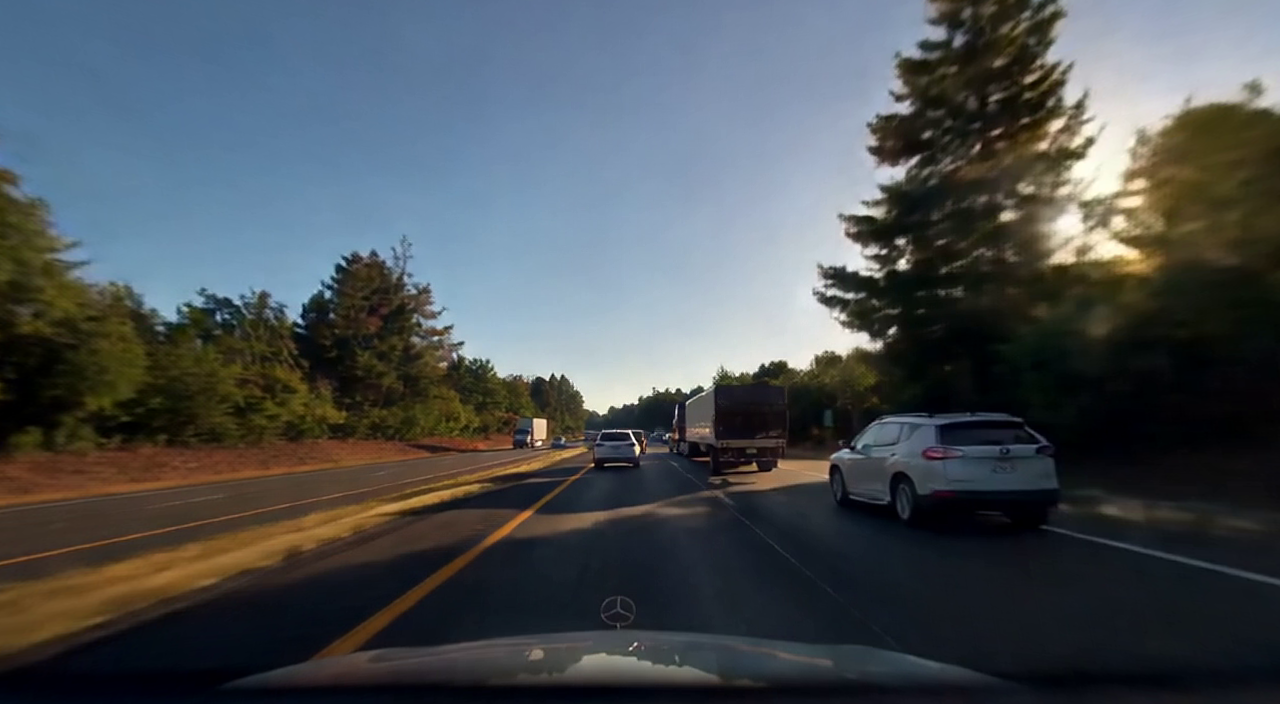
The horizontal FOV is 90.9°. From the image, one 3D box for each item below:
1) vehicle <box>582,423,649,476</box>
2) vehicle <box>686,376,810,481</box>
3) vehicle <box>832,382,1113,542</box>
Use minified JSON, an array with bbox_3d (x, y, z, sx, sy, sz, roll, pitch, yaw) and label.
[{"bbox_3d":[-0.771,3.296,21.624,2.082,1.638,4.055,0,-7,0],"label":"vehicle"},{"bbox_3d":[3.418,2.759,22.517,2.723,3.027,8.478,0,-7,-1],"label":"vehicle"},{"bbox_3d":[4.601,1.572,9.576,2.011,1.905,3.905,0,-8,-2],"label":"vehicle"}]
